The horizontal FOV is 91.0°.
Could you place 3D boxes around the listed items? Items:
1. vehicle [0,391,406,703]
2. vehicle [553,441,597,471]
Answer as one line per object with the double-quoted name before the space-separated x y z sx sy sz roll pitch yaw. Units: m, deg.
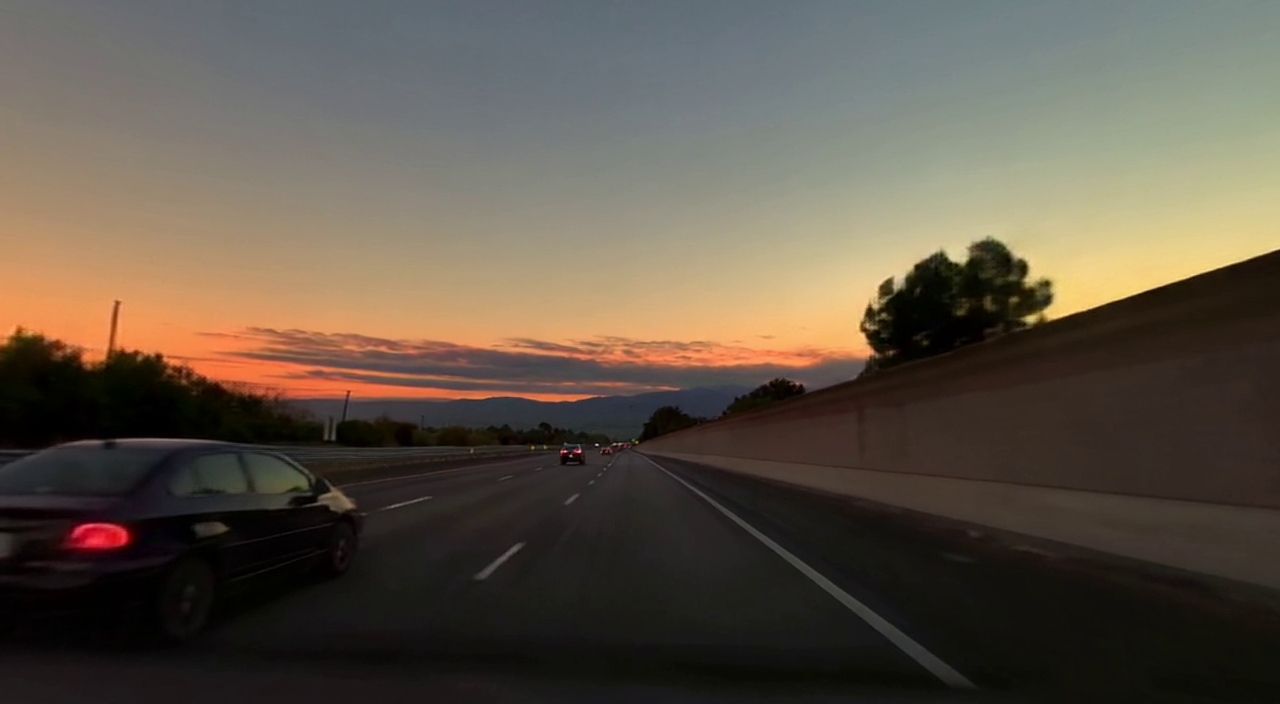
"vehicle" -3.798 1.272 4.984 2.195 1.573 4.176 0 -9 1
"vehicle" -3.833 6.202 37.740 2.133 1.683 4.340 0 -9 0
